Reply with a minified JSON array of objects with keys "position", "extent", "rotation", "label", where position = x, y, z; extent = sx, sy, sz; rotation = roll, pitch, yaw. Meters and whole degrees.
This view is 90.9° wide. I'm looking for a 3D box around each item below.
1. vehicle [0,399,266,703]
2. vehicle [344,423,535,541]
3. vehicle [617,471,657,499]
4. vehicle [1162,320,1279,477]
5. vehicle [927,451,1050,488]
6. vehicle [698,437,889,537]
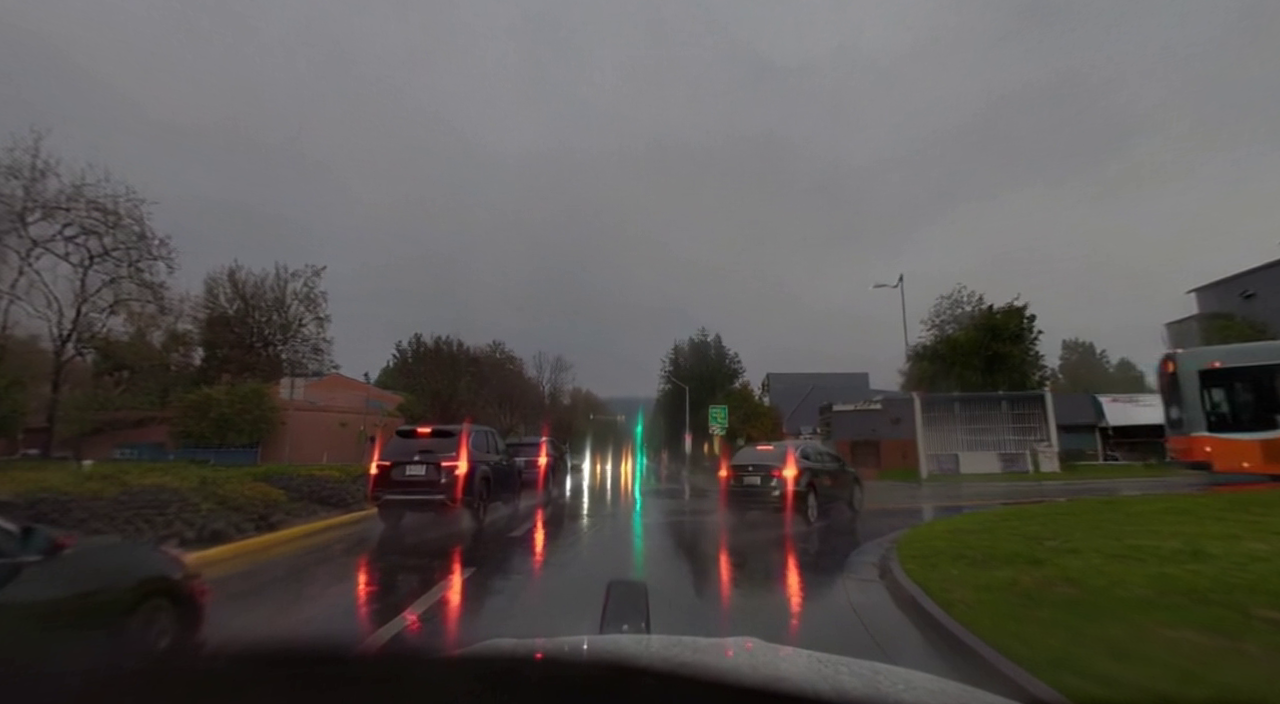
[{"position":[-3.361,0.790,1.421],"extent":[1.953,1.480,4.522],"rotation":[-1,-9,5],"label":"vehicle"},{"position":[-3.441,2.333,11.922],"extent":[2.017,1.761,4.572],"rotation":[0,-9,1],"label":"vehicle"},{"position":[-0.242,8.326,39.692],"extent":[2.119,1.475,3.997],"rotation":[1,-9,-6],"label":"vehicle"},{"position":[17.350,0.837,12.691],"extent":[9.977,3.303,2.948],"rotation":[-6,-11,33],"label":"vehicle"},{"position":[15.030,5.113,27.393],"extent":[4.422,1.457,1.882],"rotation":[-6,-11,28],"label":"vehicle"},{"position":[2.963,2.356,11.642],"extent":[2.020,1.478,3.922],"rotation":[-7,-11,36],"label":"vehicle"}]
